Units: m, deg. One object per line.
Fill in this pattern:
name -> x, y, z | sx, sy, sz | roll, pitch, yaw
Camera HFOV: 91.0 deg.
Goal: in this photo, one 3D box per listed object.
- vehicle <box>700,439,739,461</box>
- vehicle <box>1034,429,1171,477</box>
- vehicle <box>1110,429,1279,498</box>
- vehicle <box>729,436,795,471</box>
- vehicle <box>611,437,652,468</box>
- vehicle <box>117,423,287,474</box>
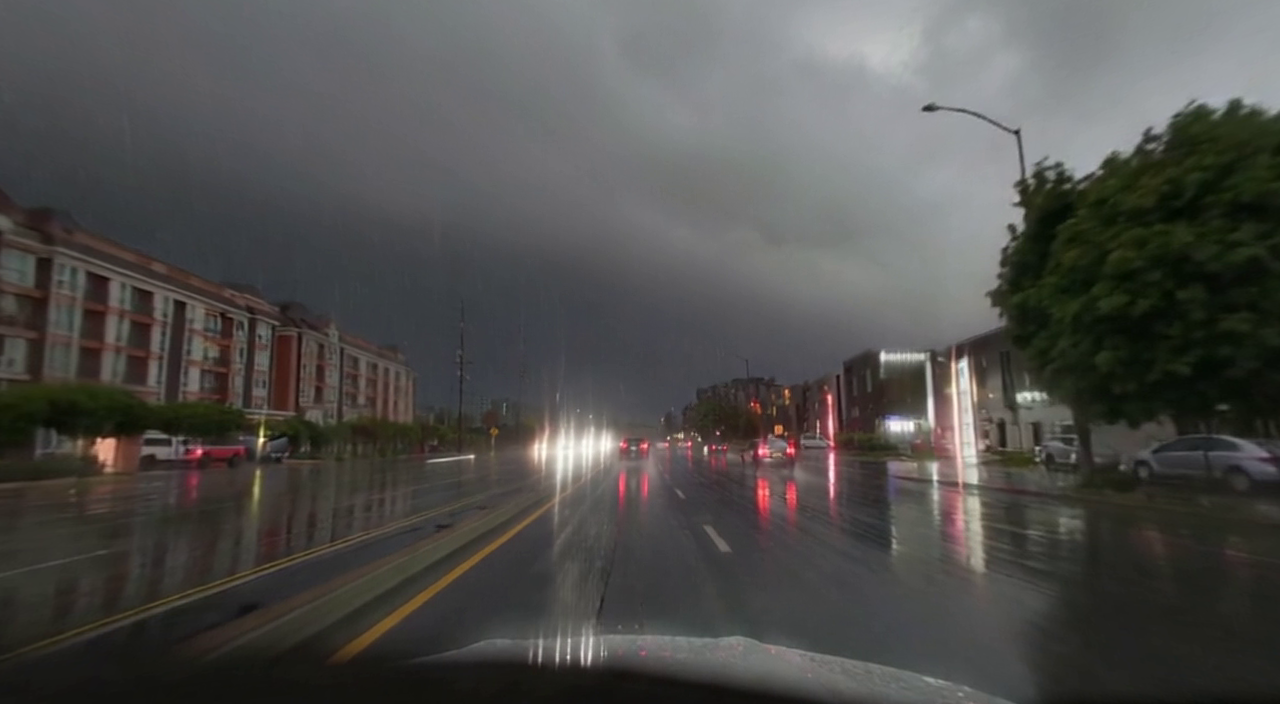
vehicle -> 5.665, 7.066, 45.424 | 2.154, 1.554, 4.149 | 0, -9, -2
vehicle -> 20.489, 4.519, 28.247 | 2.286, 1.948, 4.949 | 0, -9, -1
vehicle -> 15.006, 2.811, 16.330 | 2.025, 1.523, 4.581 | 0, -8, -1
vehicle -> 5.789, 4.903, 30.579 | 2.121, 1.557, 4.898 | 0, -9, -1
vehicle -> -0.447, 5.373, 33.828 | 2.106, 1.553, 3.964 | 0, -9, -1
vehicle -> -33.301, 7.389, 48.936 | 4.125, 3.409, 11.667 | -1, -8, 5
